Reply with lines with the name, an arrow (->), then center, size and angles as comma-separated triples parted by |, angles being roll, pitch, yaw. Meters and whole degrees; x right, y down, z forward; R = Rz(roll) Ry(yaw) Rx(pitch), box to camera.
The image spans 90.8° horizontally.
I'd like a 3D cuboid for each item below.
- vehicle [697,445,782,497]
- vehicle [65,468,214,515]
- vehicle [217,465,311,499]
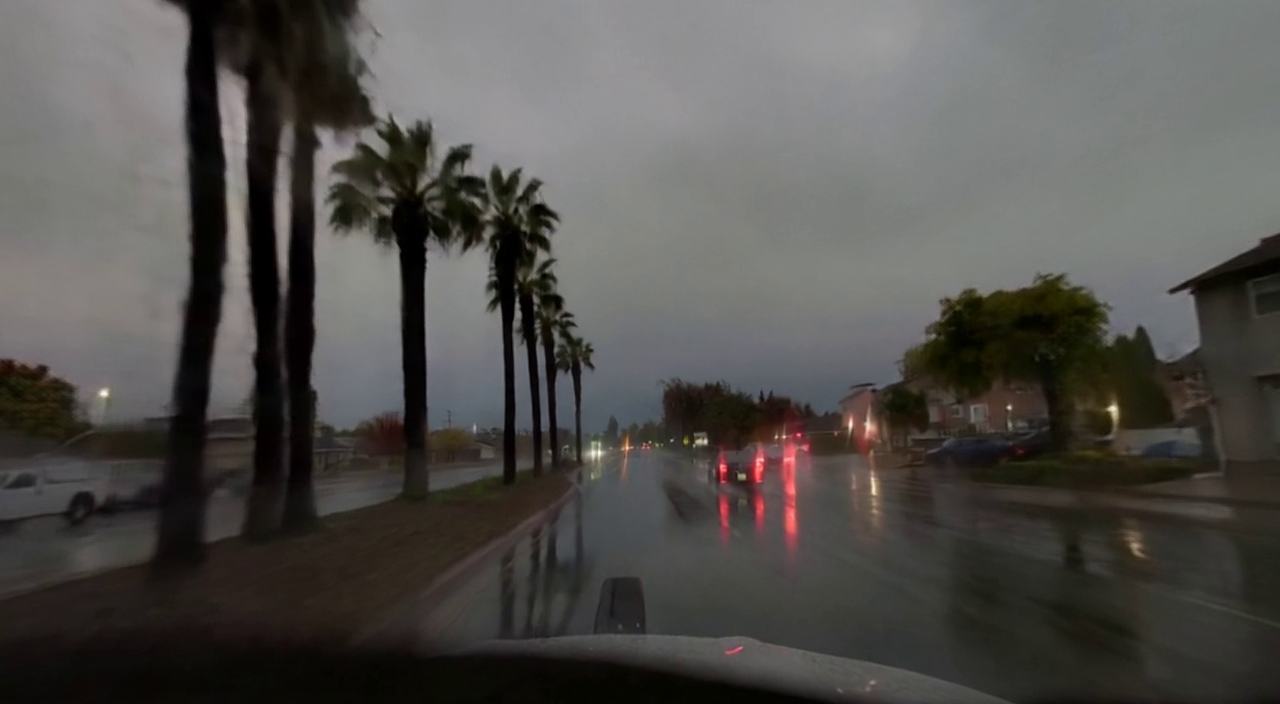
vehicle -> 3.088, 3.819, 20.640 | 1.989, 1.492, 4.689 | 0, -9, 0
vehicle -> -19.141, 5.344, 24.547 | 1.836, 1.476, 4.950 | 0, -9, -1
vehicle -> -19.167, 6.600, 32.466 | 1.897, 1.482, 4.707 | 0, -9, 0
